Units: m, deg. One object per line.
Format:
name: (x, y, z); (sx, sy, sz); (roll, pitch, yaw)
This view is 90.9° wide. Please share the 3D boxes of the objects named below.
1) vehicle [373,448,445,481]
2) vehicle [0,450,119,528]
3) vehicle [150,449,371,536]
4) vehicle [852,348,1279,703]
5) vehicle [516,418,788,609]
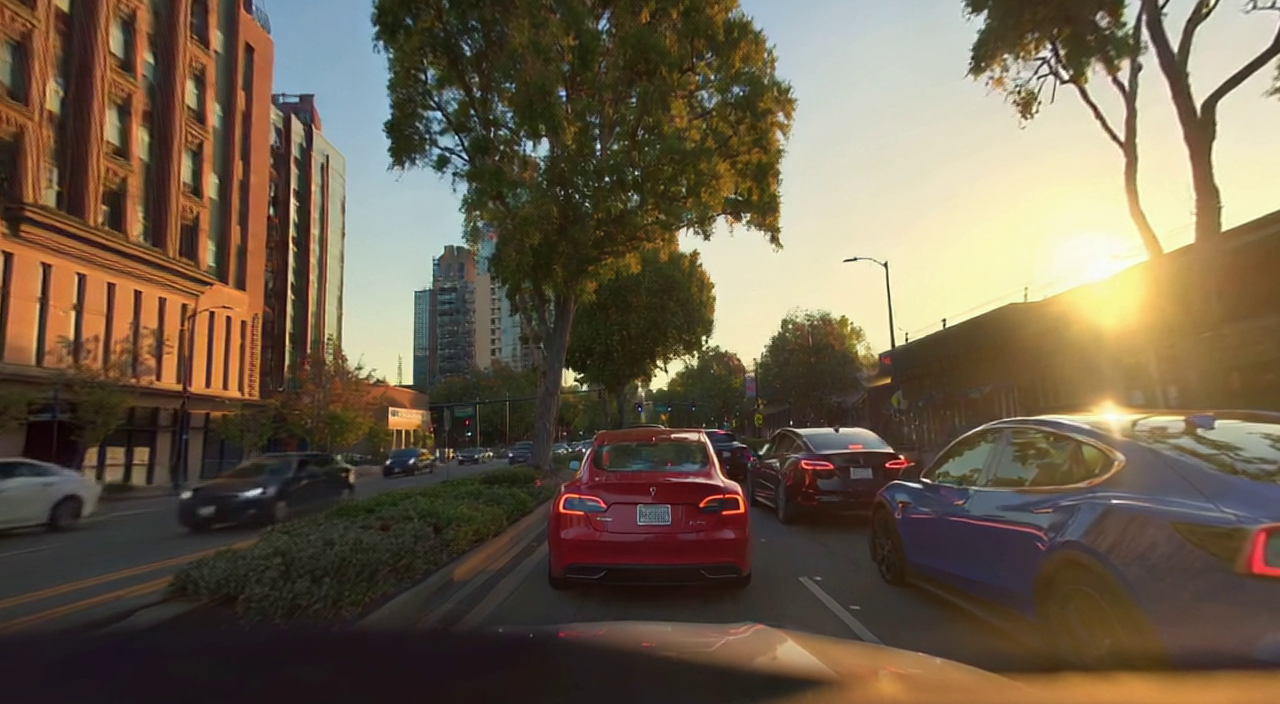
vehicle: (-11.411, 5.543, 31.429); (1.917, 1.506, 4.280); (0, -8, 1)
vehicle: (-14.995, 3.120, 14.508); (1.995, 1.652, 4.586); (0, -8, 1)
vehicle: (-7.679, 2.840, 13.378); (1.979, 1.490, 4.225); (0, -8, 1)
vehicle: (3.197, 1.111, 4.146); (2.038, 1.651, 4.455); (0, -8, 0)
vehicle: (0.103, 1.568, 7.006); (2.137, 1.488, 3.938); (0, -8, 0)
